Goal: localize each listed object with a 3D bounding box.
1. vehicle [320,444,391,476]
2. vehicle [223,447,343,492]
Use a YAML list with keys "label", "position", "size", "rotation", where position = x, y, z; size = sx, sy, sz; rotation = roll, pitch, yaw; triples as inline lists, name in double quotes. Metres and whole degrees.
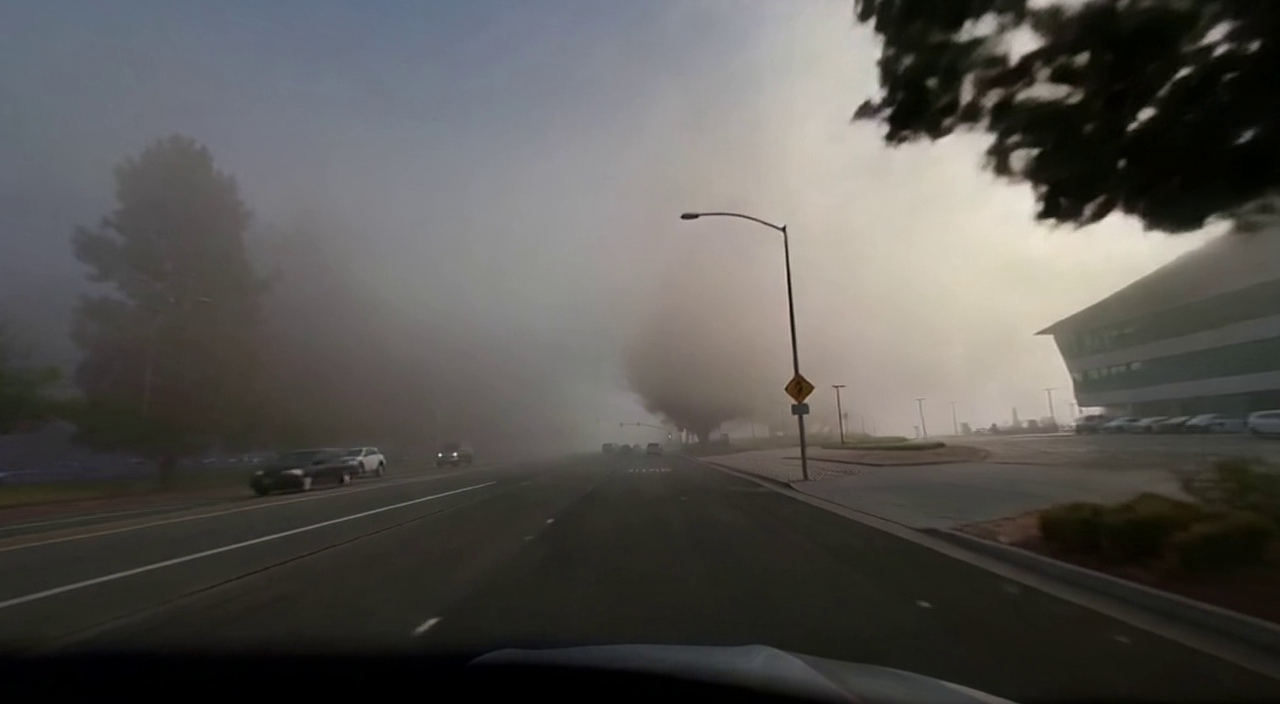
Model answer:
- label: "vehicle"
  position: [-17.223, 6.538, 38.343]
  size: [2.112, 1.754, 4.740]
  rotation: [0, -8, 0]
- label: "vehicle"
  position: [-13.720, 4.488, 24.476]
  size: [1.939, 1.548, 4.490]
  rotation: [0, -8, 1]
